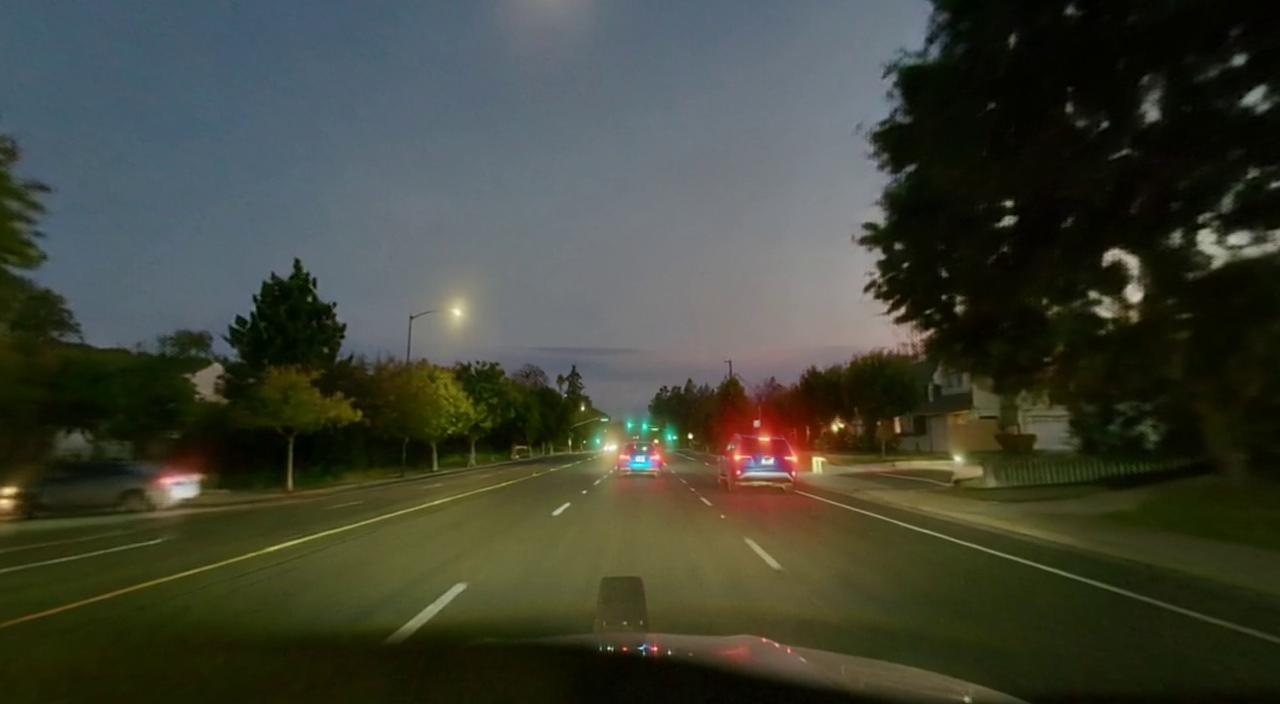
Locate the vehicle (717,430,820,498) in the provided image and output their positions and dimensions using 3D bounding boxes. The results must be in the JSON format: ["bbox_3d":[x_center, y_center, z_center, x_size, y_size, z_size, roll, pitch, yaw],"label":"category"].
[{"bbox_3d":[3.562,3.204,18.401,2.024,1.711,4.512,0,-8,0],"label":"vehicle"}]

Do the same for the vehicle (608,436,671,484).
[{"bbox_3d":[-0.014,4.083,24.190,2.200,1.653,4.127,0,-8,0],"label":"vehicle"}]

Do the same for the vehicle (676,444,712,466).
[{"bbox_3d":[3.640,7.016,43.099,2.099,1.463,4.130,0,-8,-1],"label":"vehicle"}]

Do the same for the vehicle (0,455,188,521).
[{"bbox_3d":[-15.710,3.817,17.864,4.296,1.611,1.942,-2,-9,0],"label":"vehicle"}]
